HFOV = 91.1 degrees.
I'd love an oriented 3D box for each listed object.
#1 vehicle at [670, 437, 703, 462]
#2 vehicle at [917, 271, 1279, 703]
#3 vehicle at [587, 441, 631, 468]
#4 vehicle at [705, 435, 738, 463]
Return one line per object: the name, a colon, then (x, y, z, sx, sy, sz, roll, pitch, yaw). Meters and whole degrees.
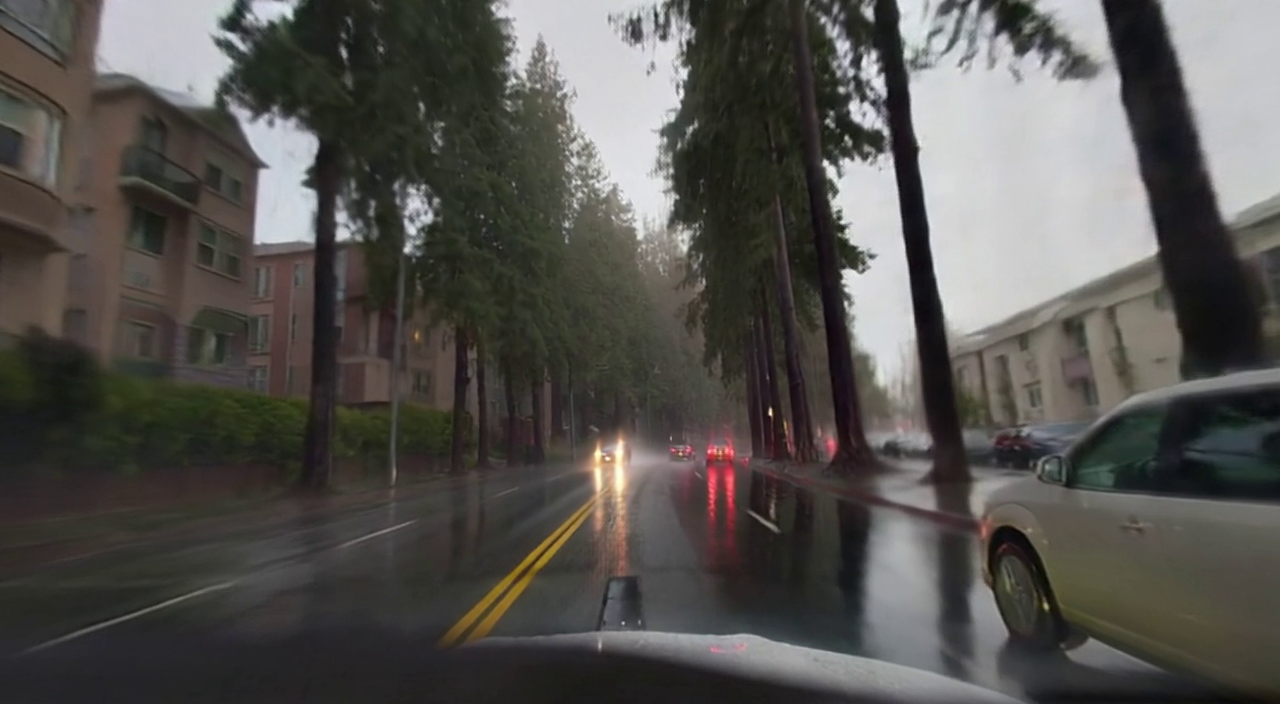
vehicle: (3.756, 7.688, 49.790, 2.158, 1.852, 4.485, -2, -9, 10)
vehicle: (3.241, 0.690, 2.178, 2.219, 1.881, 5.104, 0, -8, 0)
vehicle: (-1.808, 6.153, 37.843, 1.958, 1.538, 4.081, -1, -8, 6)
vehicle: (5.490, 6.573, 42.518, 2.069, 1.791, 4.422, -1, -8, 6)
